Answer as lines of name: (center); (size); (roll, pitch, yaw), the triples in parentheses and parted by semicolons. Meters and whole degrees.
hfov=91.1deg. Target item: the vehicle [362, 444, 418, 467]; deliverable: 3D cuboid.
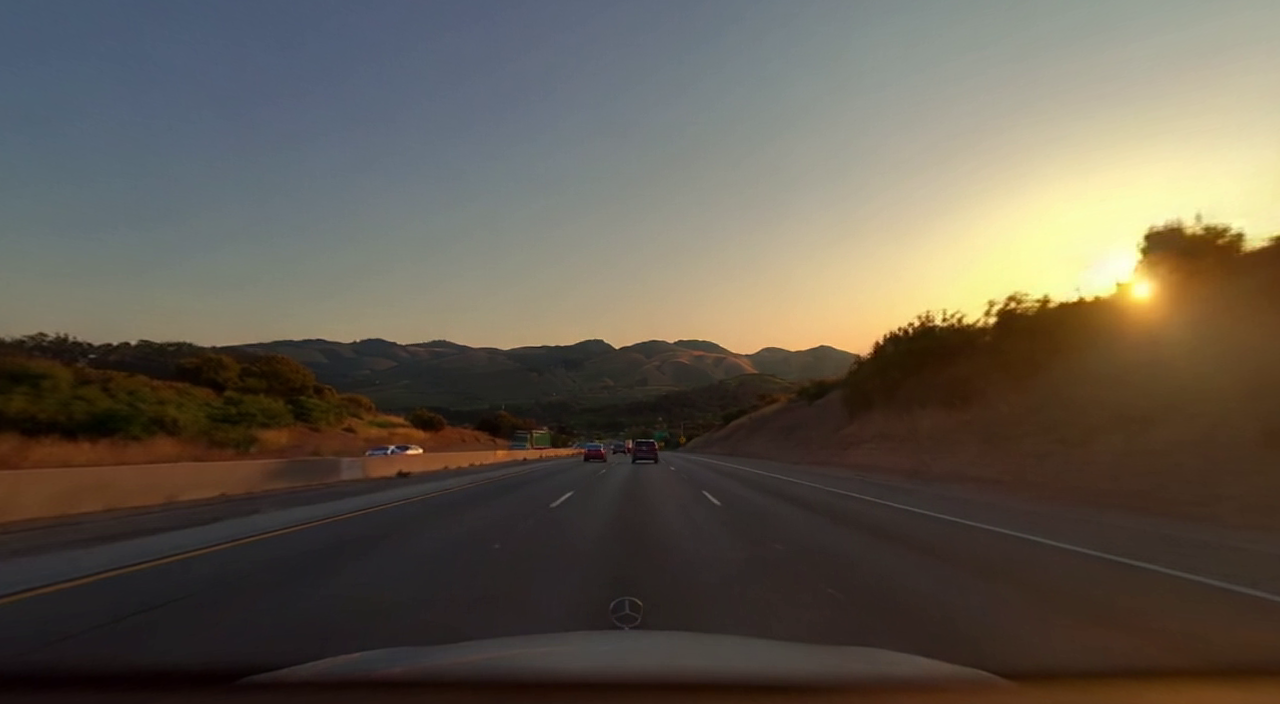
vehicle: (-17.557, 7.267, 44.327); (1.939, 1.540, 4.874); (0, -8, 0)

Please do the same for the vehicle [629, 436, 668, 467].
vehicle: (0.490, 6.239, 39.510); (2.272, 1.836, 4.866); (0, -8, 0)

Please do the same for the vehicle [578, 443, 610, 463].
vehicle: (-3.516, 7.875, 48.962); (2.082, 1.485, 4.237); (0, -8, 1)
